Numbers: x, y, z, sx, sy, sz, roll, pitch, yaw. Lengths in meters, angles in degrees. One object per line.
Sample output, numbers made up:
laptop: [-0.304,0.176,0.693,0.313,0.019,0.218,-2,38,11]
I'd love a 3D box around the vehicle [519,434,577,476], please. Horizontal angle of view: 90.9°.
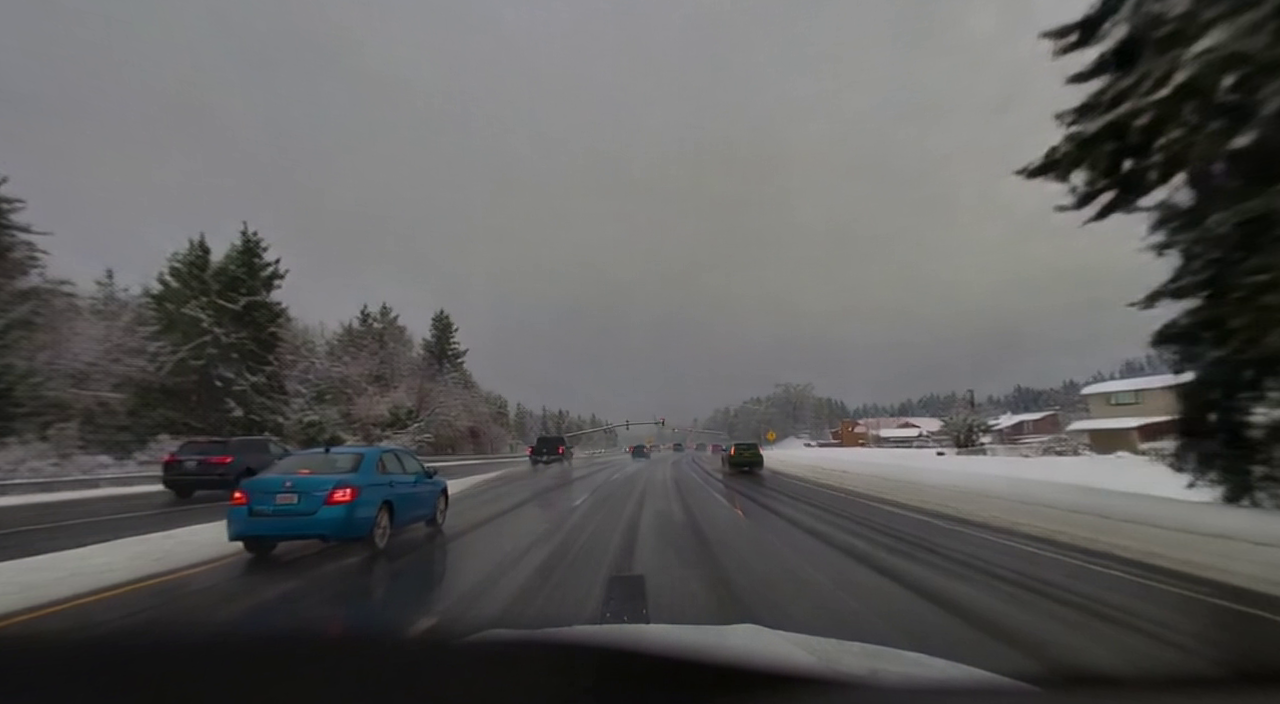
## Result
vehicle: [-4.255,4.852,29.956,2.122,1.847,4.696,0,-8,-1]

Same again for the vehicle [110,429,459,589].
vehicle: [-3.979,1.800,8.188,1.948,1.475,4.461,0,-8,-1]

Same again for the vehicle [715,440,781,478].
vehicle: [4.460,4.510,26.835,2.100,1.472,4.533,0,-8,1]
